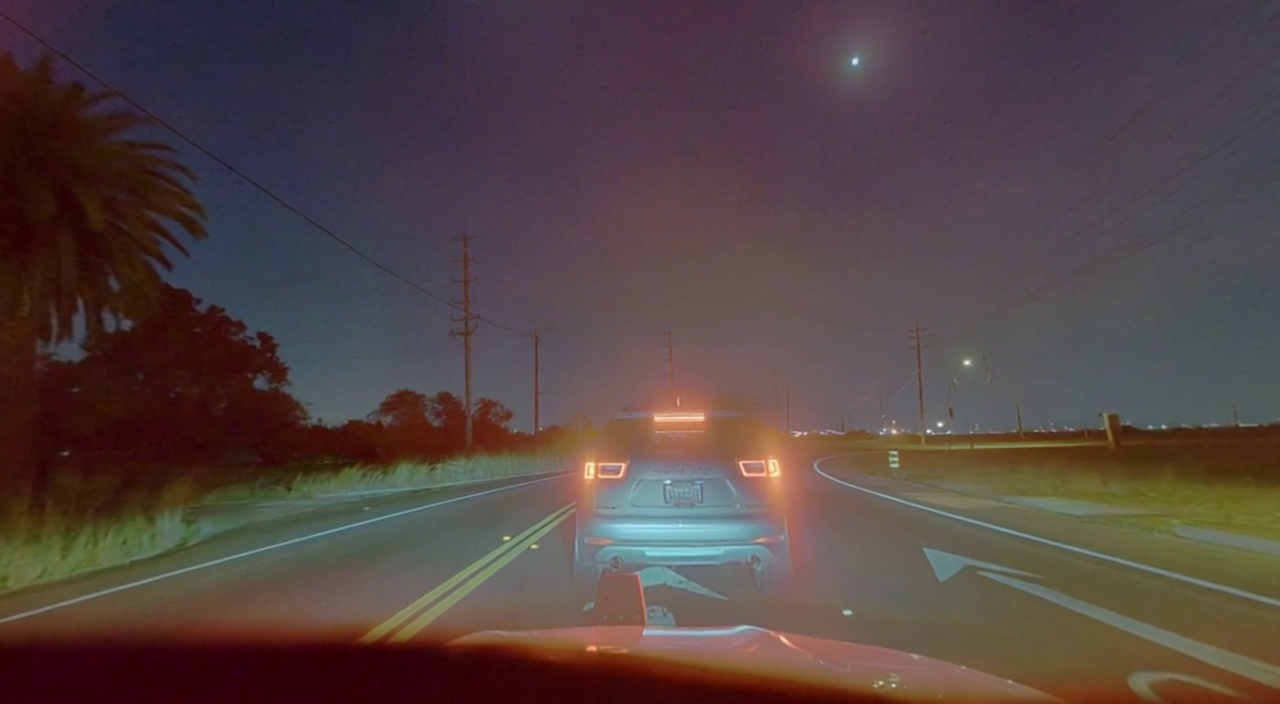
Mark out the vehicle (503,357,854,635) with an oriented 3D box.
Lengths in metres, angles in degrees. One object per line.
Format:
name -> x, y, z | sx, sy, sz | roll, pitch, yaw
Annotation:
vehicle -> 0.178, 1.297, 6.620 | 2.364, 1.859, 4.538 | 0, -9, -2
